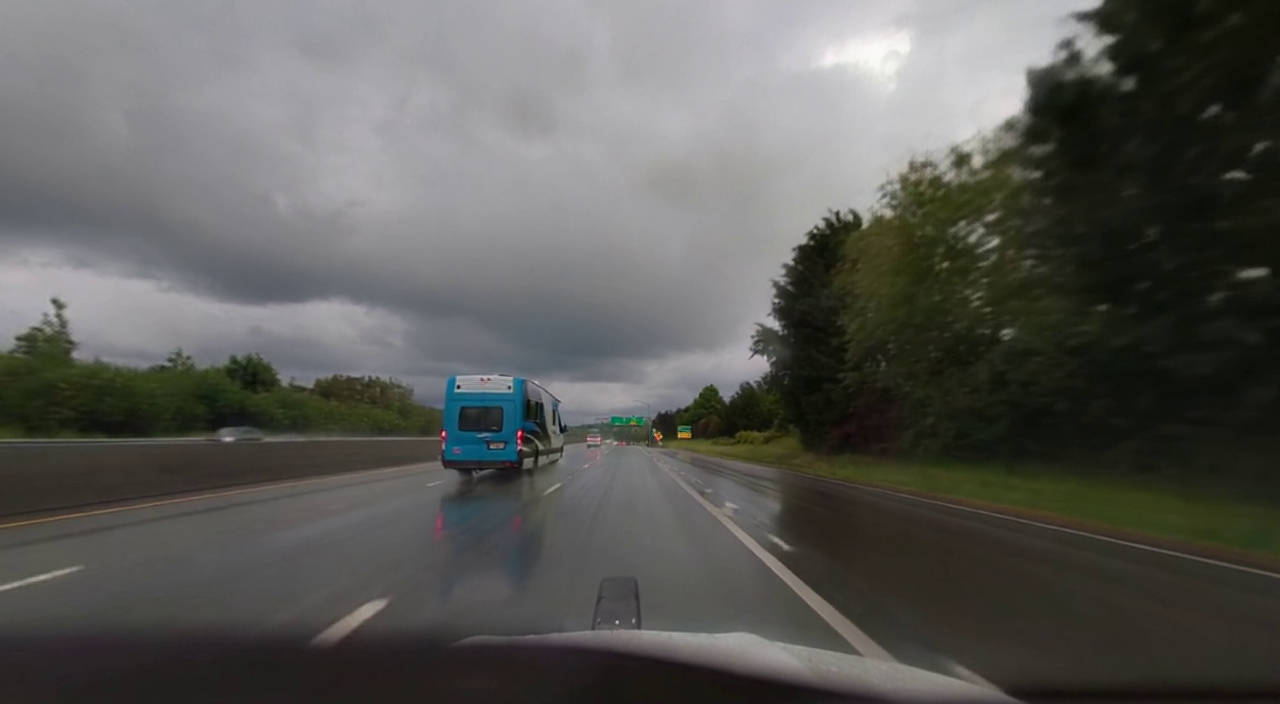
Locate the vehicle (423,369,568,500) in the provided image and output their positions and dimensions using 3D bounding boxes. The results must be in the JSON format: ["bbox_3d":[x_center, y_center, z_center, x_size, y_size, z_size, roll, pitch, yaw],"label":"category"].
[{"bbox_3d":[-4.026,2.515,19.464,2.676,3.269,7.388,0,-7,0],"label":"vehicle"}]
